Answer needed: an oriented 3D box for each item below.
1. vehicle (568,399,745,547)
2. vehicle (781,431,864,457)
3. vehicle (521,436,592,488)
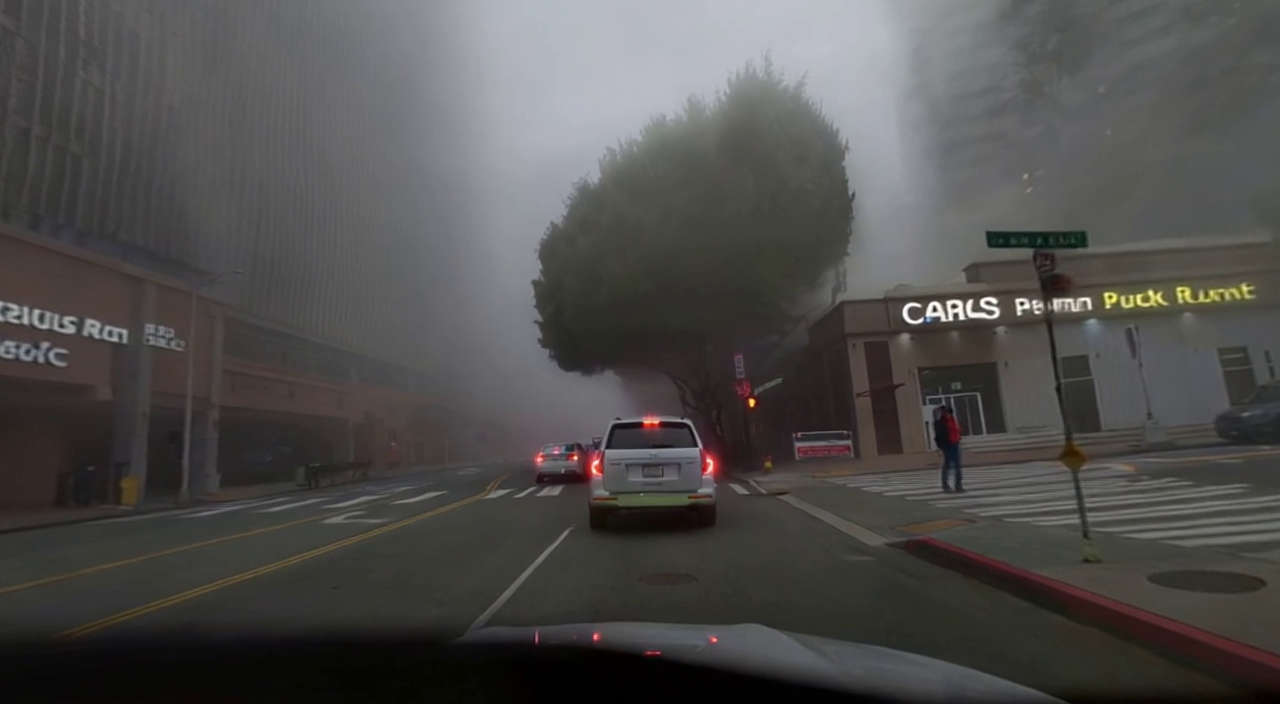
[{"bbox_3d":[0.198,1.967,10.883,2.352,1.953,4.796,0,-8,-1],"label":"vehicle"},{"bbox_3d":[10.825,5.492,37.738,4.426,1.490,1.862,-1,-8,3],"label":"vehicle"},{"bbox_3d":[-2.930,3.950,23.100,2.023,1.702,4.152,0,-8,0],"label":"vehicle"}]
